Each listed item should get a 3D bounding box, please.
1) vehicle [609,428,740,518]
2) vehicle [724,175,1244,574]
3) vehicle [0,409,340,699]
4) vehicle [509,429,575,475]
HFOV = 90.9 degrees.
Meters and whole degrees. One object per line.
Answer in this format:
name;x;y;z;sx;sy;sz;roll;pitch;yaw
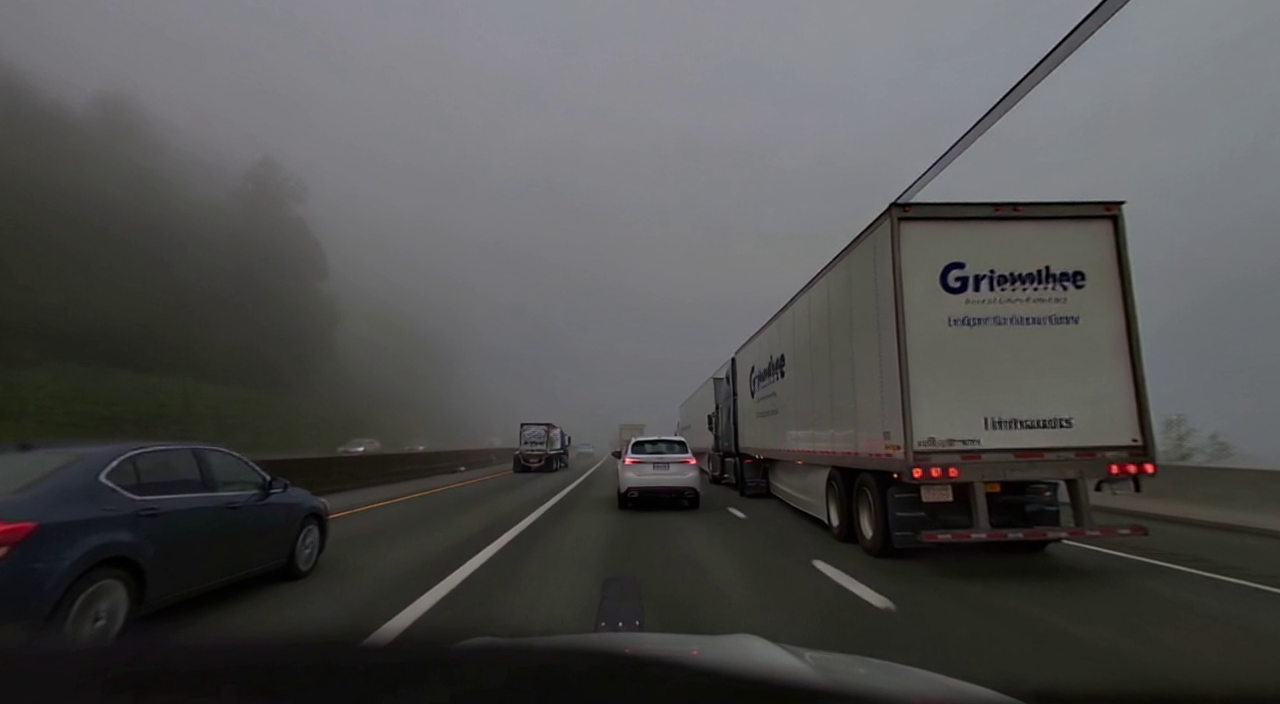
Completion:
vehicle;0.492;2.315;12.730;2.200;1.495;4.282;0;-8;-2
vehicle;4.344;1.116;13.558;2.883;4.070;14.423;0;-8;-1
vehicle;-4.375;1.224;4.575;2.100;1.491;4.676;0;-8;0
vehicle;-3.908;4.047;25.854;2.006;1.729;4.447;0;-8;0
